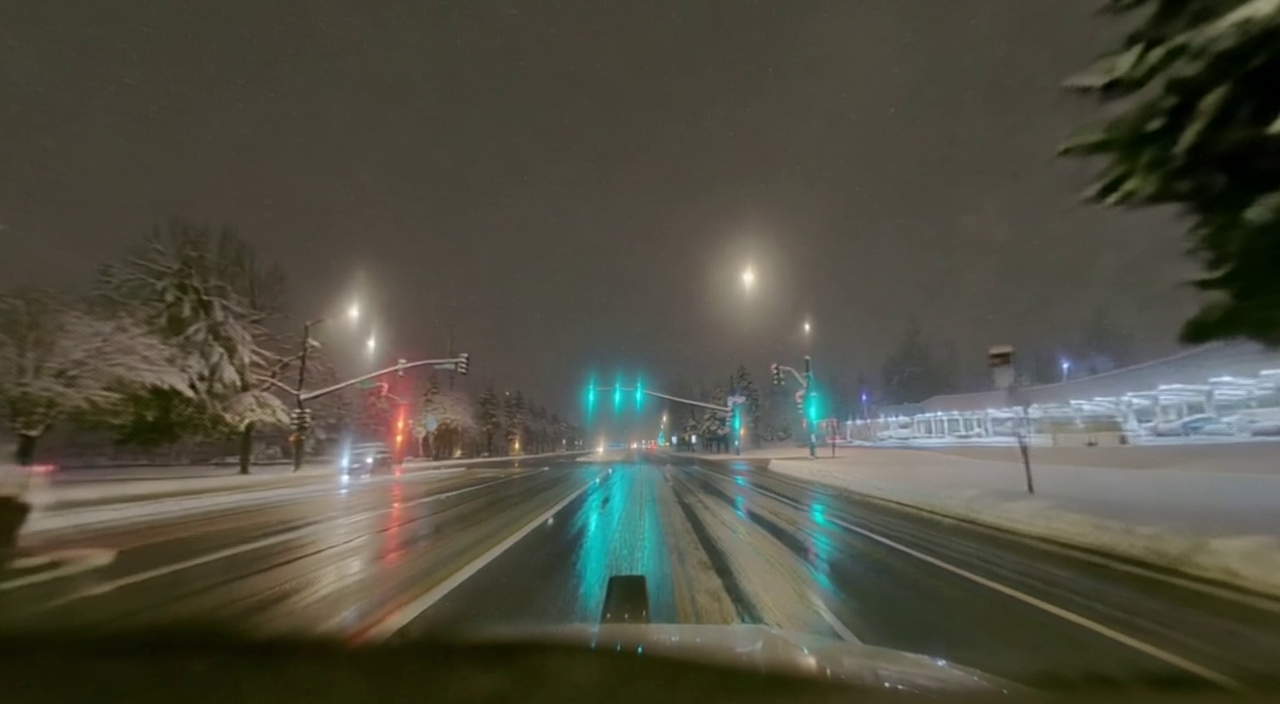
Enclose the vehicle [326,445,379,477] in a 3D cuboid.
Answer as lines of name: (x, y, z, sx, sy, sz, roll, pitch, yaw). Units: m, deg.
vehicle: (-16.643, 6.284, 36.741, 1.999, 1.710, 4.228, 2, -8, -14)
